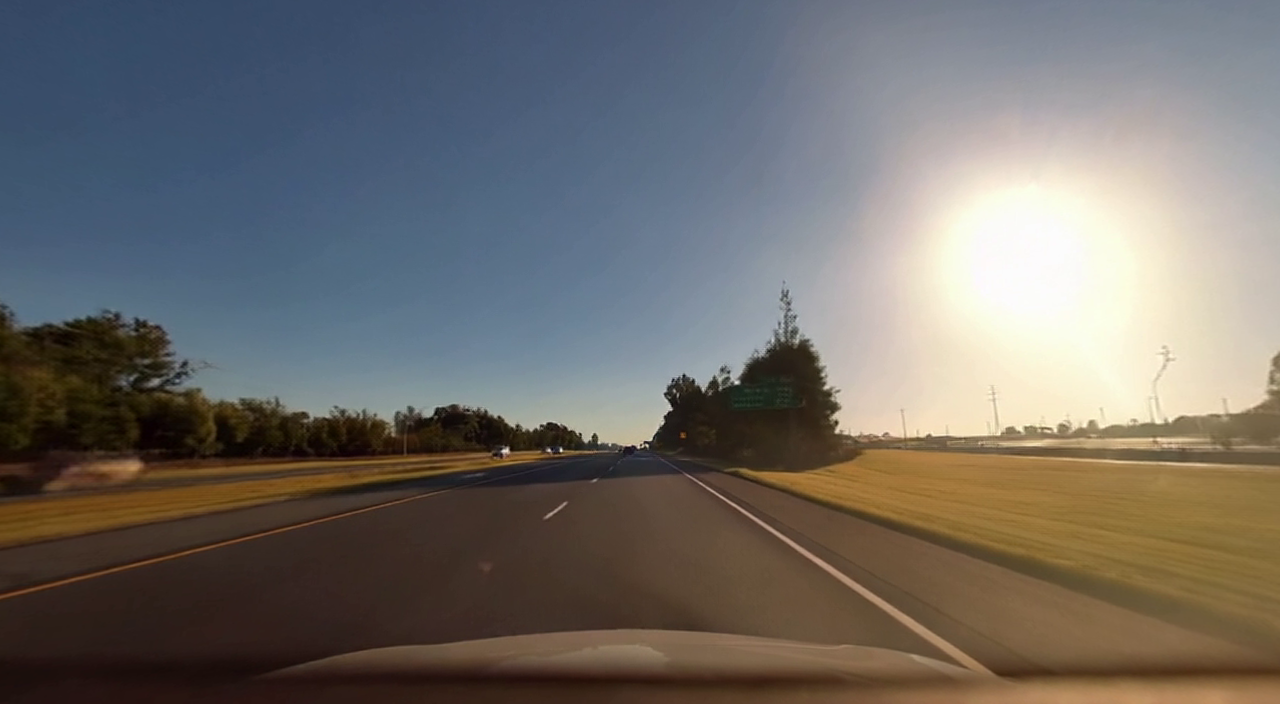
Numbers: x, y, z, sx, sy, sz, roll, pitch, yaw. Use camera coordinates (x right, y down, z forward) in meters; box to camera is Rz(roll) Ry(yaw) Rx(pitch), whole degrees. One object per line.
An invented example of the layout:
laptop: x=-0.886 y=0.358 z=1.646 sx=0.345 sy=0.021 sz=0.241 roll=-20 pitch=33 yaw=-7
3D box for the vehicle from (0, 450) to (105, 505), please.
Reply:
vehicle: x=-19.221 y=3.746 z=18.996 sx=1.960 sy=1.519 sz=4.654 roll=0 pitch=-9 yaw=2
